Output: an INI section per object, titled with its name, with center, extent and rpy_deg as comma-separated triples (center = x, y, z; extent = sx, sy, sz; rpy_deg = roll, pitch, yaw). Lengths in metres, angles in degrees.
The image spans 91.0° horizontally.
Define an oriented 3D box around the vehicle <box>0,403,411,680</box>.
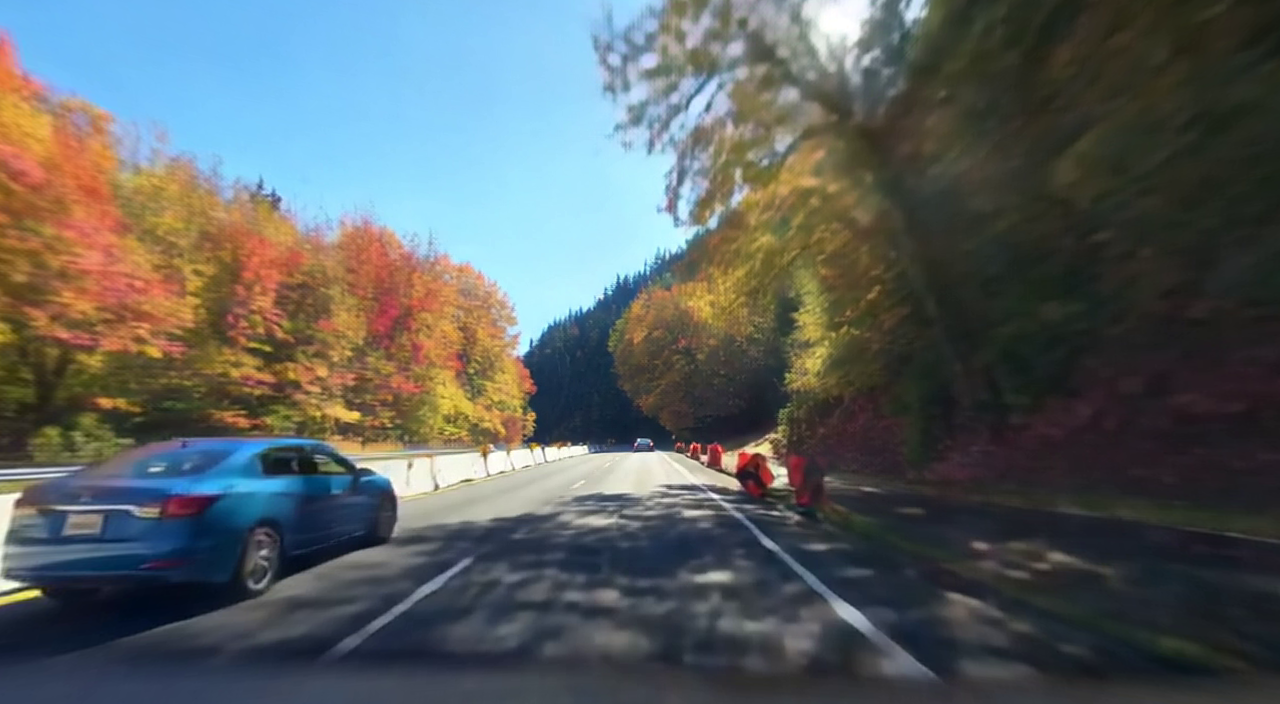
[vehicle]
center = -3.773, 1.330, 5.542
extent = 1.902, 1.505, 4.016
rpy_deg = 0, -8, 2
